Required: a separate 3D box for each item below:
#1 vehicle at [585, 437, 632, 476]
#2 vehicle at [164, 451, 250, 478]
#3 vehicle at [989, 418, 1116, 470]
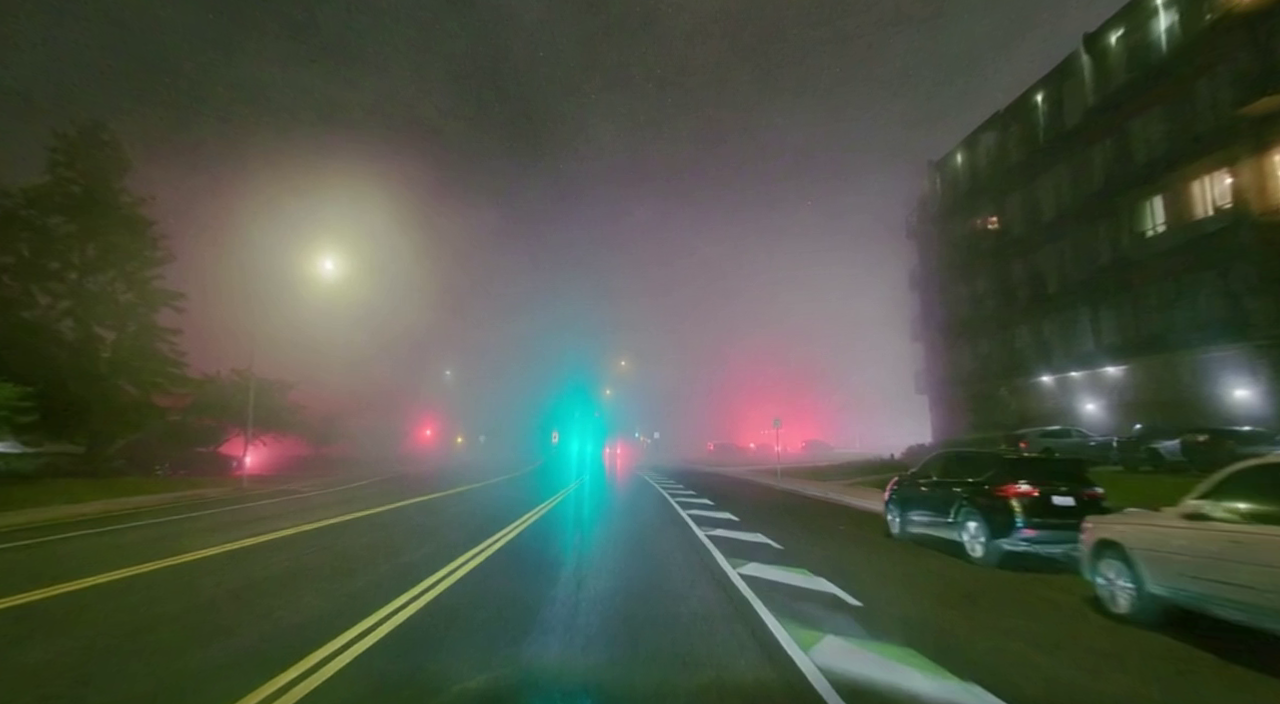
[{"bbox_3d":[-1.640,5.304,32.389,2.230,1.827,4.298,0,-8,-3],"label":"vehicle"},{"bbox_3d":[-26.311,6.835,38.631,1.876,1.503,4.910,0,-8,-1],"label":"vehicle"},{"bbox_3d":[14.485,3.287,22.497,1.858,1.681,3.860,0,-8,0],"label":"vehicle"}]
